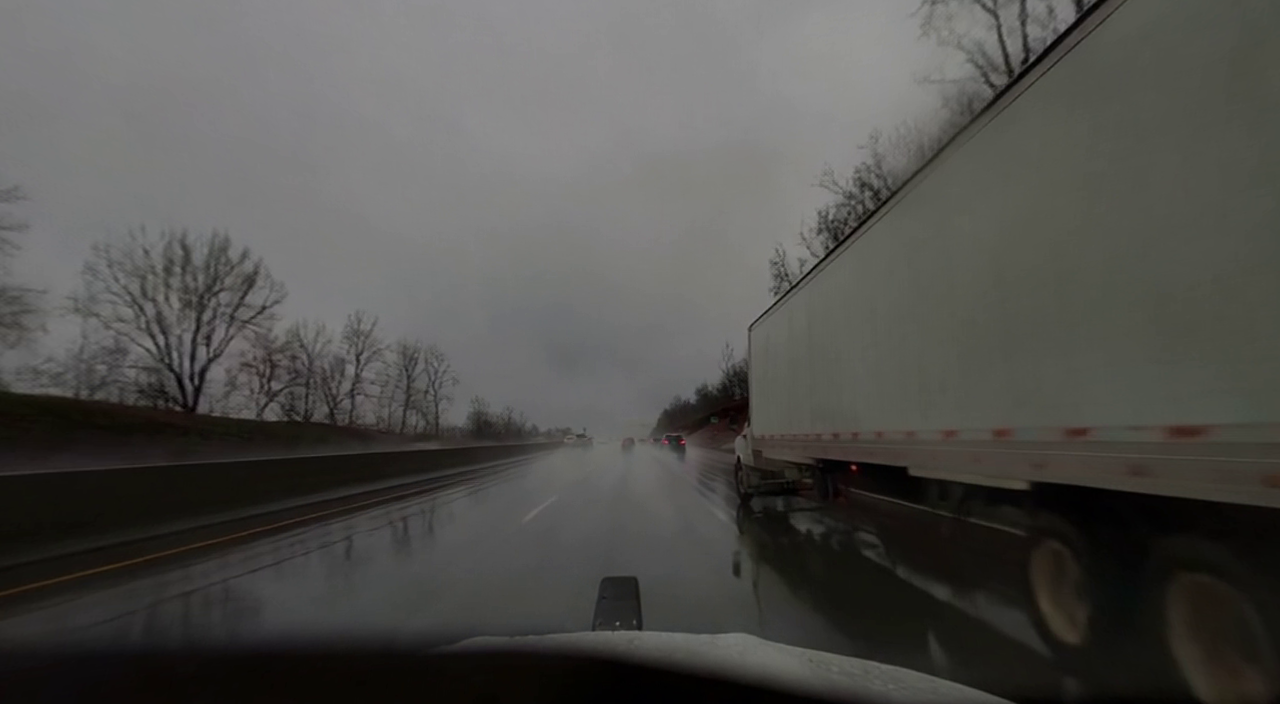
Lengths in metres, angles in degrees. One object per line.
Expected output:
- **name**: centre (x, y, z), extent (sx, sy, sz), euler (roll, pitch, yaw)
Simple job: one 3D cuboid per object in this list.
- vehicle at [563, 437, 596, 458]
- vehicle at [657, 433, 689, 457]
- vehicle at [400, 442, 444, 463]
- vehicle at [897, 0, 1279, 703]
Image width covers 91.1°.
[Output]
- **vehicle**: centre (-4.422, 6.986, 46.309), extent (2.017, 1.484, 4.088), euler (0, -8, 0)
- **vehicle**: centre (2.440, 7.005, 47.485), extent (2.124, 1.696, 4.173), euler (0, -8, -2)
- **vehicle**: centre (-16.436, 7.580, 47.591), extent (1.812, 1.489, 4.112), euler (0, -8, 0)
- **vehicle**: centre (4.172, -0.400, 2.036), extent (2.906, 3.999, 8.621), euler (0, -8, 0)
